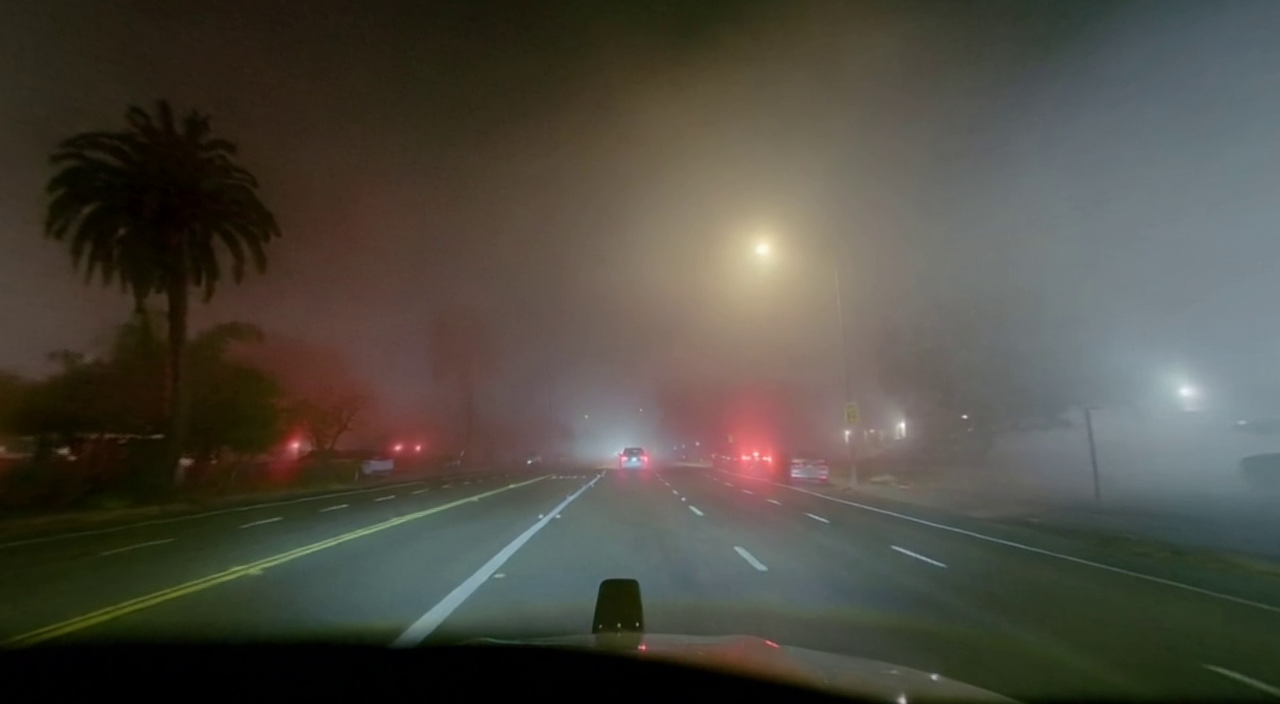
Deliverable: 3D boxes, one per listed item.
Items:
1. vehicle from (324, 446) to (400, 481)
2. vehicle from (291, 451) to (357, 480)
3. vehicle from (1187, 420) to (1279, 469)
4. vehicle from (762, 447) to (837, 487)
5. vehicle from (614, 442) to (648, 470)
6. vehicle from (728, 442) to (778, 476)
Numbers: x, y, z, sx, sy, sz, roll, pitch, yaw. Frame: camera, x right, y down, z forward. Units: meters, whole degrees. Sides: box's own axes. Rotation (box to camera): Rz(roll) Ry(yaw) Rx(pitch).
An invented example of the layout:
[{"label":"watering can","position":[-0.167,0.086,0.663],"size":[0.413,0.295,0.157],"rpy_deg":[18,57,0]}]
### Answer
[{"label":"vehicle","position":[-17.224,6.898,39.469],"size":[2.185,1.993,5.054],"rpy_deg":[-1,-9,3]},{"label":"vehicle","position":[-19.884,7.131,39.950],"size":[1.931,1.641,4.146],"rpy_deg":[-1,-9,1]},{"label":"vehicle","position":[24.540,3.600,24.493],"size":[2.135,1.787,4.888],"rpy_deg":[0,-9,-2]},{"label":"vehicle","position":[6.569,4.760,26.620],"size":[1.947,1.505,4.759],"rpy_deg":[-1,-9,1]},{"label":"vehicle","position":[-0.632,7.259,44.175],"size":[2.248,1.833,4.798],"rpy_deg":[0,-9,-1]},{"label":"vehicle","position":[6.590,6.307,37.470],"size":[2.035,1.822,5.449],"rpy_deg":[-1,-9,1]}]
